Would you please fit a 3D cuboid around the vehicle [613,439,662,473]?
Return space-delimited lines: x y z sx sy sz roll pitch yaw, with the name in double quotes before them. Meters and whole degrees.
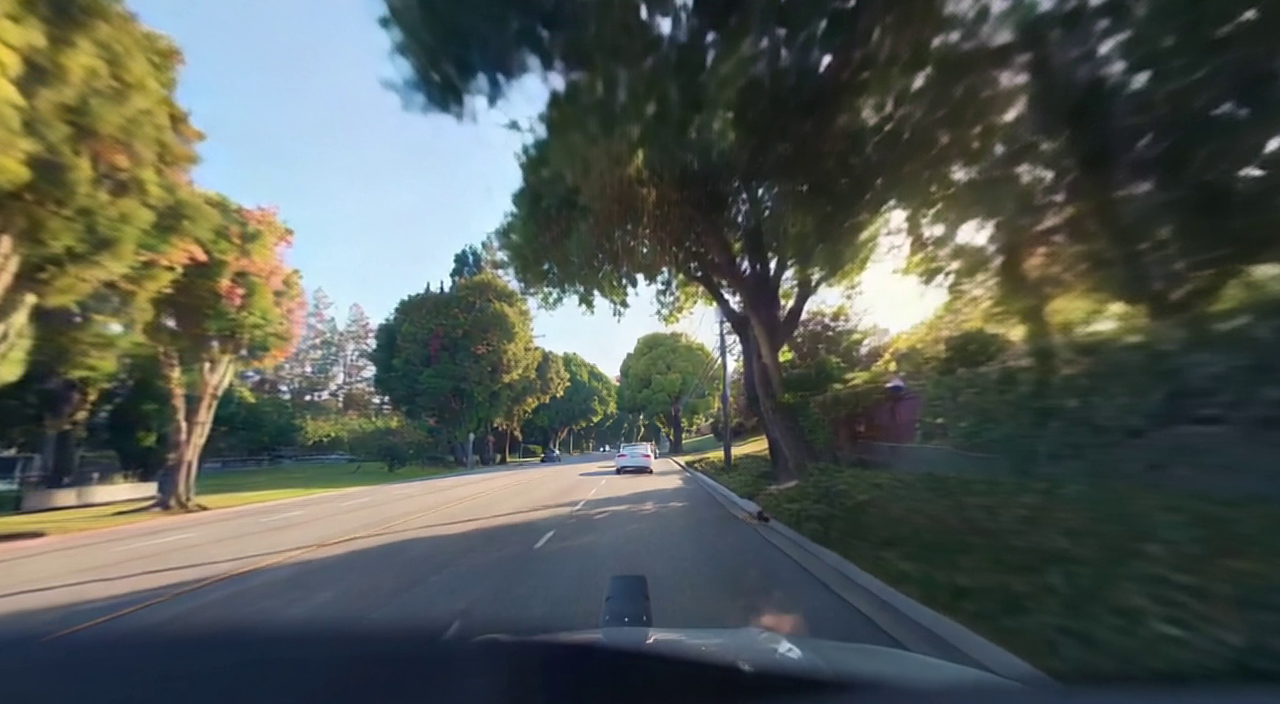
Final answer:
"vehicle" -0.041 4.859 29.669 2.153 1.461 4.374 -1 -8 2
